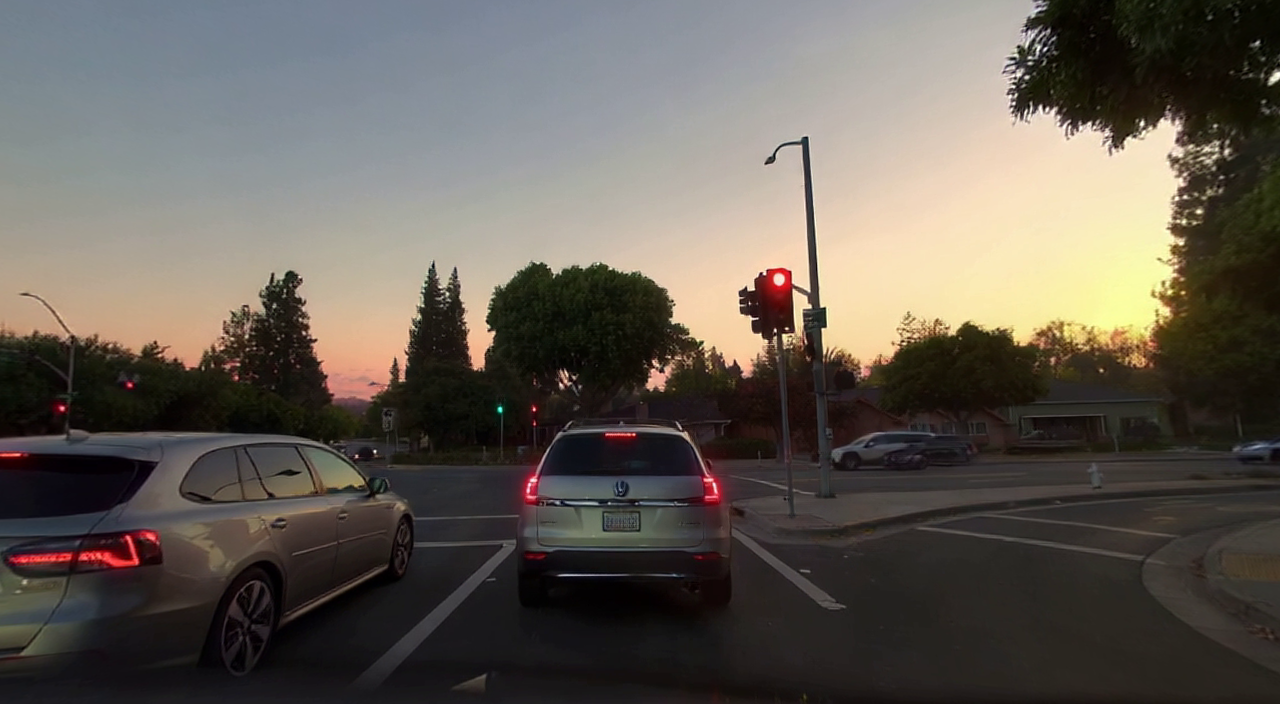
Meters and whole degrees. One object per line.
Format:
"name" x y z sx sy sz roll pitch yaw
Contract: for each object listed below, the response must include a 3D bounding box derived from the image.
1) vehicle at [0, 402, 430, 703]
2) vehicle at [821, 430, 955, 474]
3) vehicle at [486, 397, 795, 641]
"vehicle" -3.291 1.273 4.711 2.035 1.492 4.415 0 -9 -2
"vehicle" 10.481 4.260 27.019 4.887 1.769 2.035 -1 -9 6
"vehicle" -0.136 1.469 6.559 2.154 1.670 4.140 1 -9 -4
